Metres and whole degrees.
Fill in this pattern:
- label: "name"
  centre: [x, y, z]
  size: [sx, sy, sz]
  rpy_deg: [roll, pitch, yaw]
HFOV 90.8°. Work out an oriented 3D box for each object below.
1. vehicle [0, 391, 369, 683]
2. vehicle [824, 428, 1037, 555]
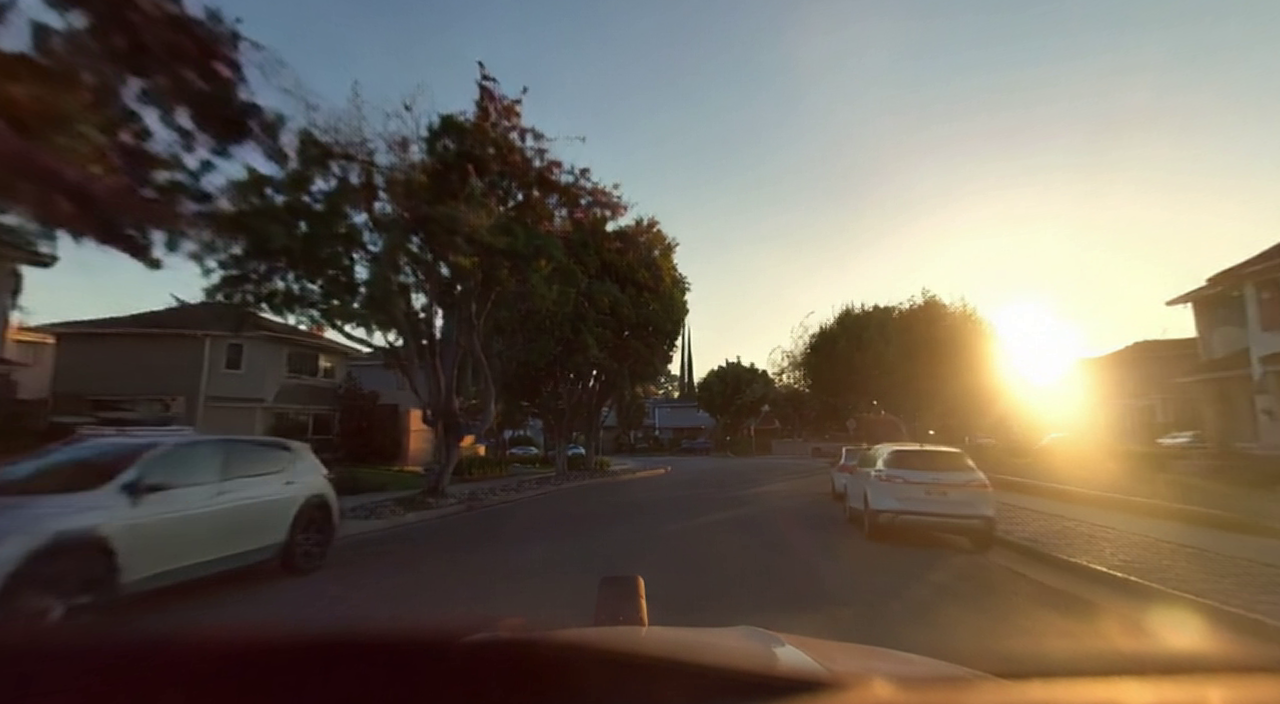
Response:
- label: "vehicle"
  centre: [-4.731, 1.433, 5.930]
  size: [2.041, 1.762, 4.508]
  rpy_deg: [-3, -8, 6]
- label: "vehicle"
  centre: [4.568, 2.230, 10.876]
  size: [2.075, 1.657, 4.648]
  rpy_deg: [-1, -9, 9]
